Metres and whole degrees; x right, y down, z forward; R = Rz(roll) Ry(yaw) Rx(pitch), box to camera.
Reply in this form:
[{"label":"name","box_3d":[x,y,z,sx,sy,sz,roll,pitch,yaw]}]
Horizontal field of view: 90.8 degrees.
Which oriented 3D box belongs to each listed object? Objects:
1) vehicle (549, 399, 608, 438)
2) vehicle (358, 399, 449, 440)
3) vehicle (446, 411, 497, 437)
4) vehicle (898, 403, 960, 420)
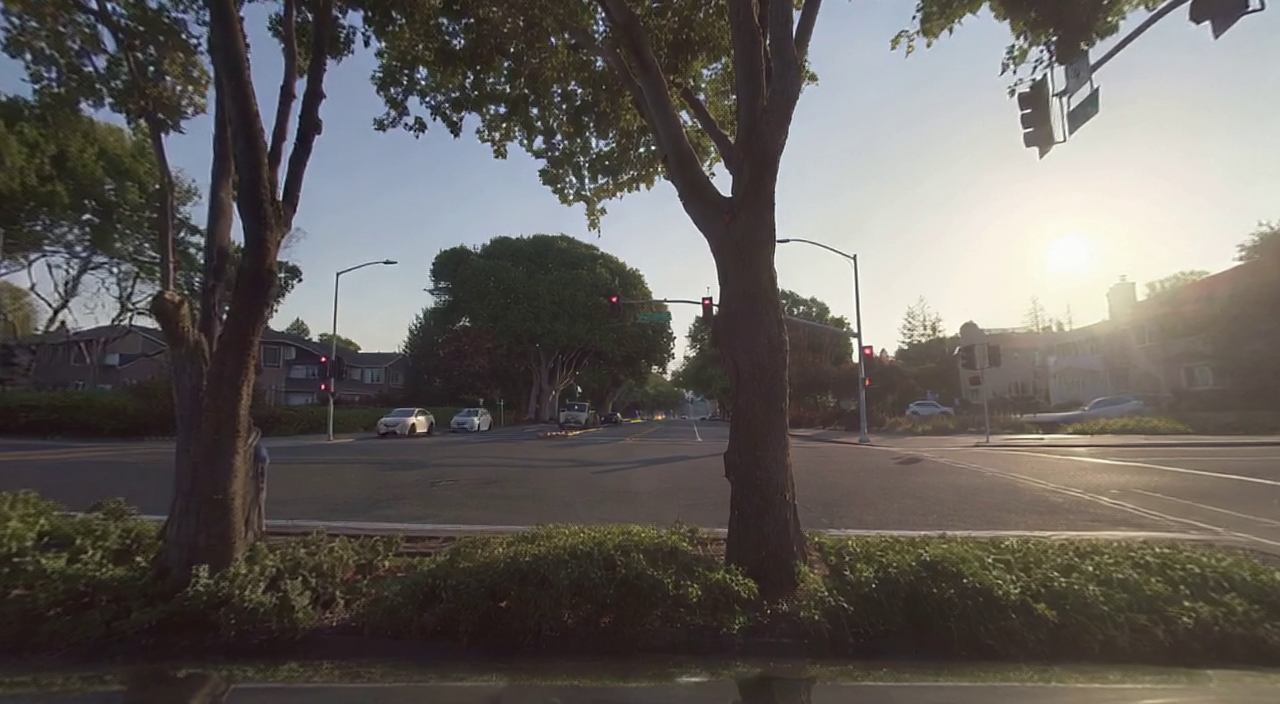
[{"label":"vehicle","box_3d":[-3.220,3.708,34.484,2.306,1.907,5.382,-1,-9,4]},{"label":"vehicle","box_3d":[-12.309,3.643,33.328,2.340,1.902,4.920,-1,-9,8]},{"label":"vehicle","box_3d":[-11.029,4.792,41.751,1.899,1.510,4.294,-1,-9,4]},{"label":"vehicle","box_3d":[22.296,4.636,48.867,3.933,1.219,1.700,0,-9,4]}]
